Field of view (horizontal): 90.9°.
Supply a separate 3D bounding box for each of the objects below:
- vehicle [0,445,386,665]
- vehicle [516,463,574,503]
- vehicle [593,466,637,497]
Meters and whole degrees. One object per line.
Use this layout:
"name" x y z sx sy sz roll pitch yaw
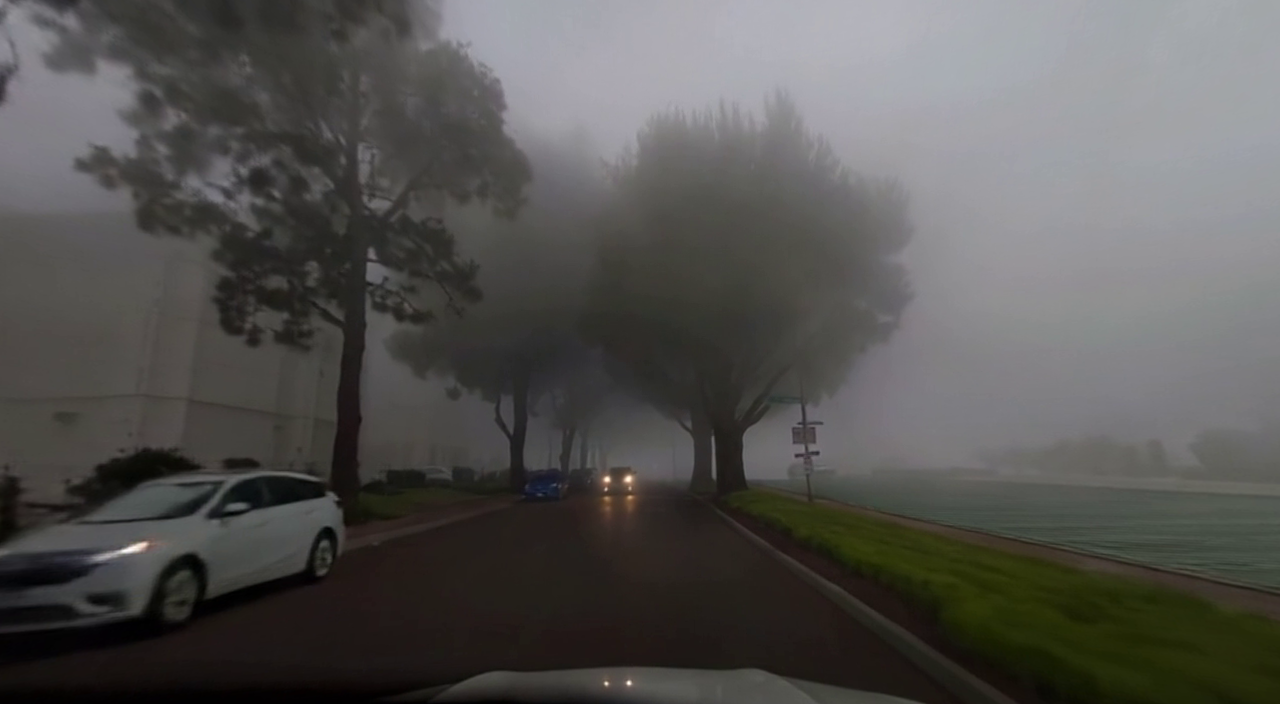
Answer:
"vehicle" -4.561 1.824 6.660 1.903 1.542 4.115 -1 -10 2
"vehicle" -4.081 5.716 27.777 2.011 1.596 3.760 -1 -10 -1
"vehicle" -1.236 6.690 32.816 1.978 1.453 4.314 1 -10 2
